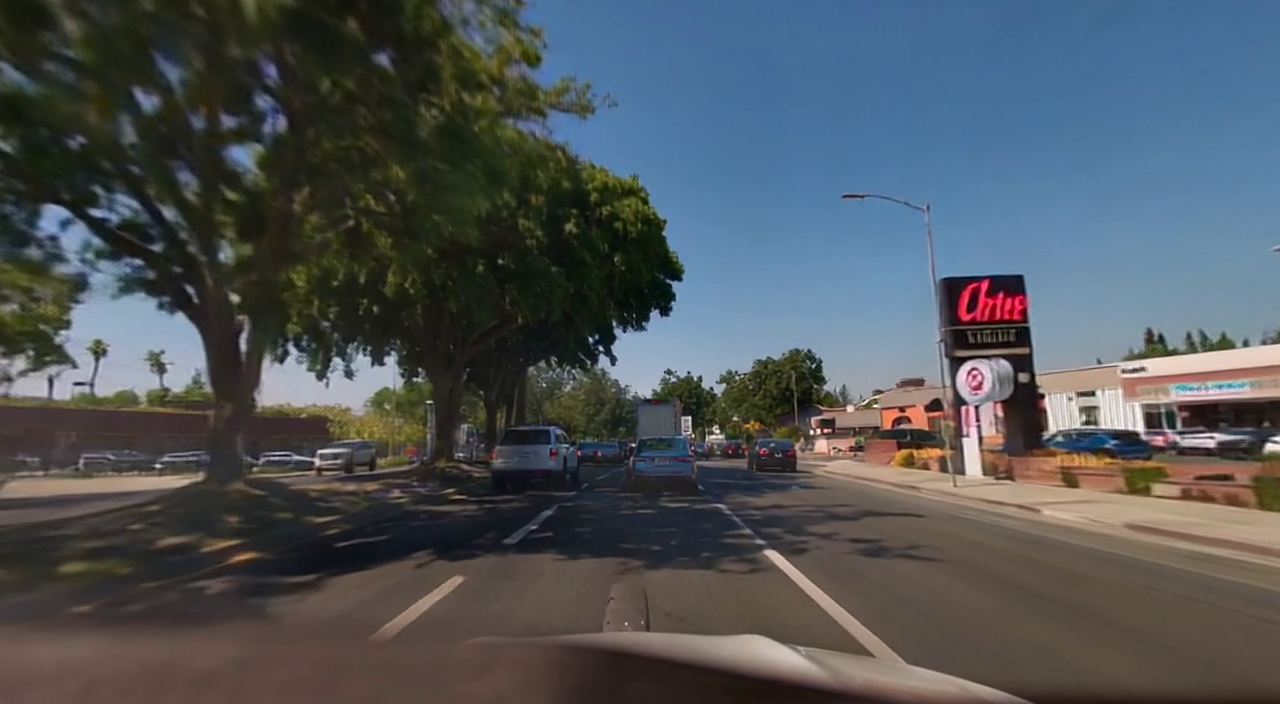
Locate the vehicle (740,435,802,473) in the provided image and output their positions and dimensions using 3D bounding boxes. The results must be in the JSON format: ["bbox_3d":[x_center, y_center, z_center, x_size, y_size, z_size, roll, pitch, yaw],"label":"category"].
[{"bbox_3d":[5.653,4.444,27.719,1.900,1.507,4.151,0,-8,1],"label":"vehicle"}]

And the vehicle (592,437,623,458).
[{"bbox_3d":[-2.373,7.057,46.576,1.902,1.522,3.523,-1,-8,3],"label":"vehicle"}]

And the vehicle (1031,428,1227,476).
[{"bbox_3d":[15.555,3.197,20.250,4.756,1.422,1.831,0,-8,0],"label":"vehicle"}]

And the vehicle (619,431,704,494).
[{"bbox_3d":[0.540,2.985,17.358,2.061,1.494,4.079,0,-8,1],"label":"vehicle"}]

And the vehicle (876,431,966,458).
[{"bbox_3d":[16.332,5.382,36.757,4.323,1.496,1.937,0,-8,0],"label":"vehicle"}]

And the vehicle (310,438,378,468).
[{"bbox_3d":[-18.782,6.408,40.238,2.141,1.820,4.690,0,-8,-1],"label":"vehicle"}]

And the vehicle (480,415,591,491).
[{"bbox_3d":[-2.906,2.980,18.903,2.289,1.935,5.227,0,-8,2],"label":"vehicle"}]
